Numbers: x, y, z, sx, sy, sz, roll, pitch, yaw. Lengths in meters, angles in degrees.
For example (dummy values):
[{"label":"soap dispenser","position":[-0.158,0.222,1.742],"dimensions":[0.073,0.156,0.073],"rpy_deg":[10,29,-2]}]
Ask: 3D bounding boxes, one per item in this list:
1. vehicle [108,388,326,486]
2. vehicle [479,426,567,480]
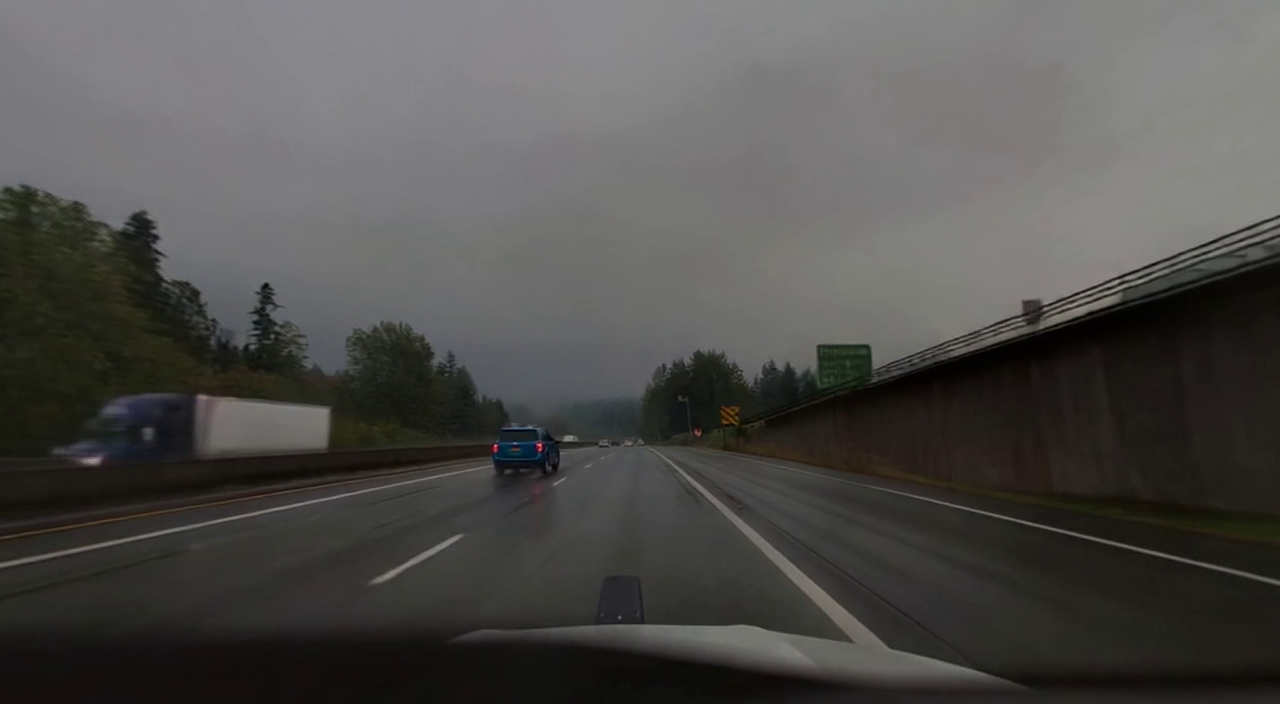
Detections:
[{"label":"vehicle","position":[-17.280,3.649,26.866],"dimensions":[2.919,3.464,9.114],"rpy_deg":[0,-8,0]},{"label":"vehicle","position":[-3.915,3.458,21.795],"dimensions":[2.125,1.662,4.336],"rpy_deg":[0,-8,1]}]
